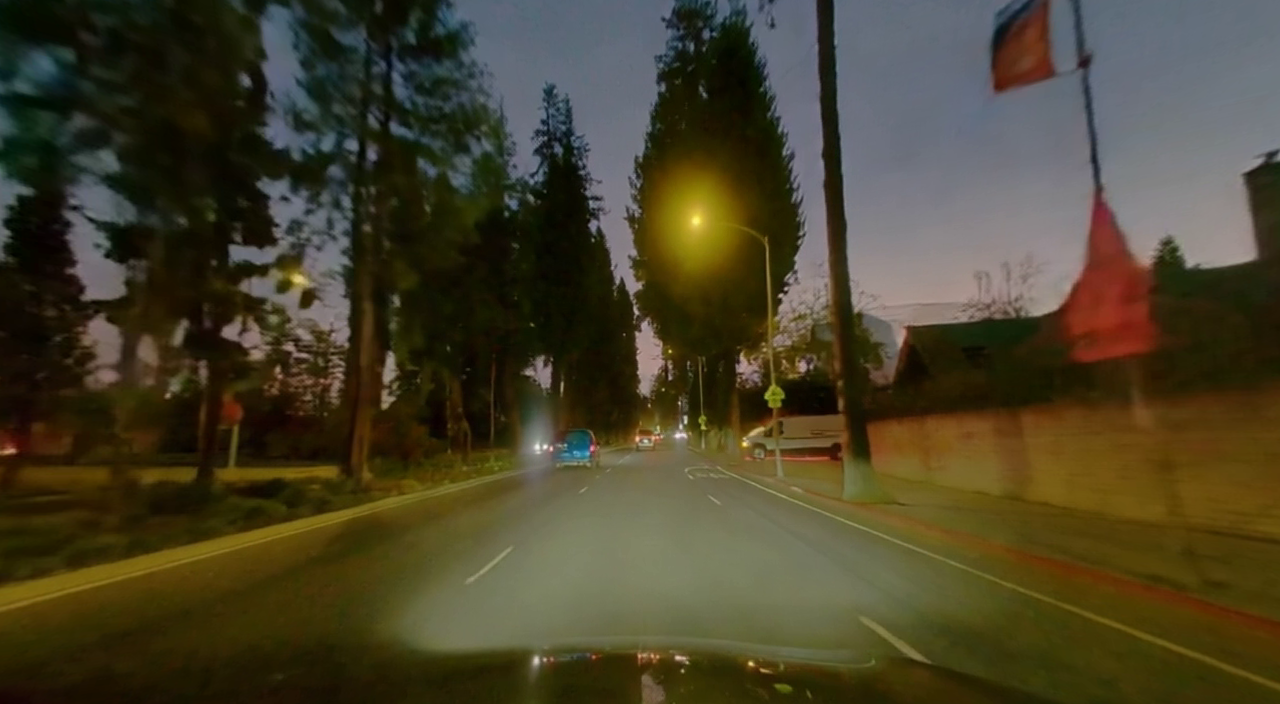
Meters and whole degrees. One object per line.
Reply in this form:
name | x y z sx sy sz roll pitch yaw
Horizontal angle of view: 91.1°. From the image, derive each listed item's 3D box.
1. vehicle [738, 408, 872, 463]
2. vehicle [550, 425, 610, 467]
vehicle | 9.509 4.888 36.964 7.177 2.935 3.132 0 -7 6
vehicle | -2.779 4.518 30.138 2.281 1.837 4.845 0 -8 1
